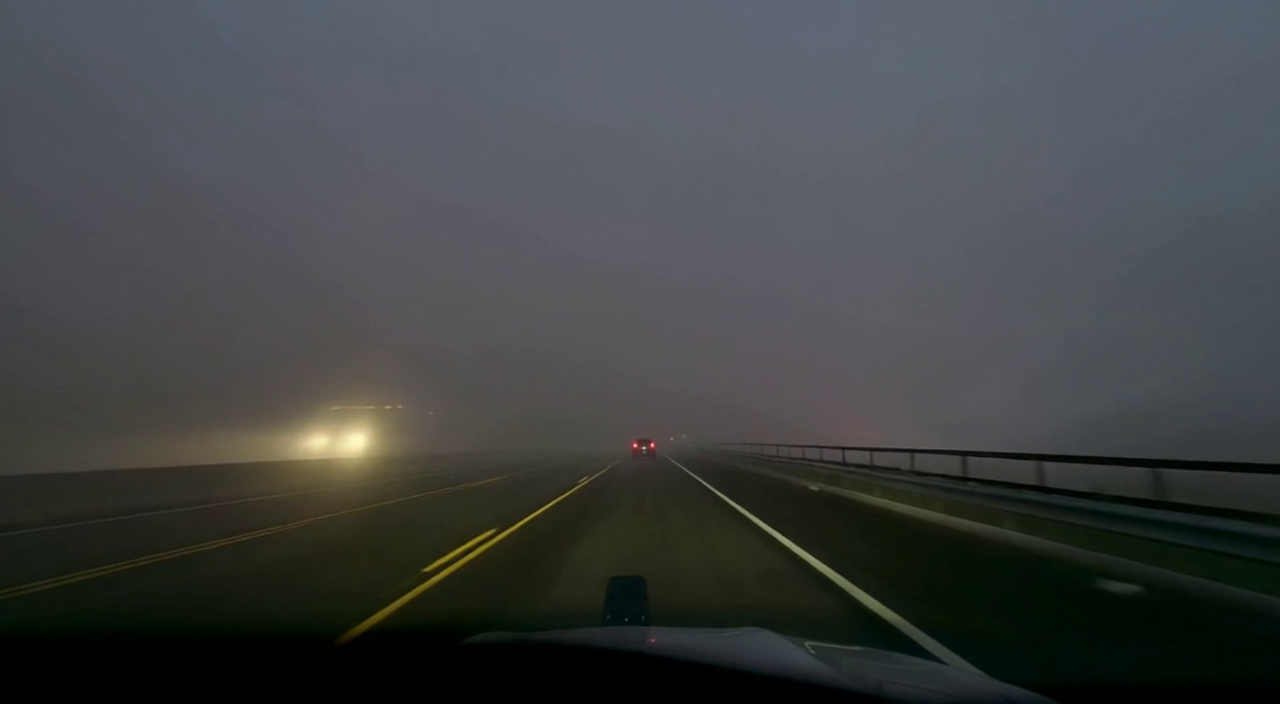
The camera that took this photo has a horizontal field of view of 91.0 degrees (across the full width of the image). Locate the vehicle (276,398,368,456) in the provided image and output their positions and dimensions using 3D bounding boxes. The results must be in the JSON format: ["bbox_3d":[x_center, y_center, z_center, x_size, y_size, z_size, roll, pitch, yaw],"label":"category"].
[{"bbox_3d":[-22.360,5.381,44.724,3.237,3.806,6.063,1,-8,0],"label":"vehicle"}]
